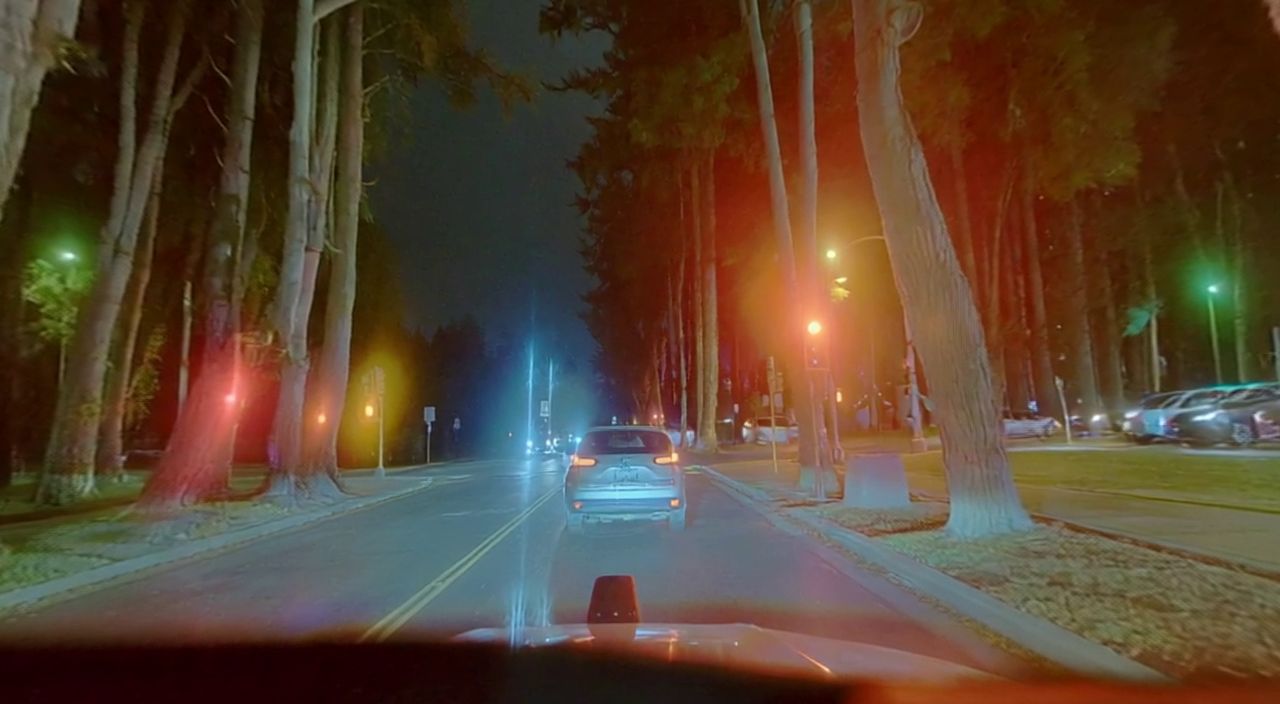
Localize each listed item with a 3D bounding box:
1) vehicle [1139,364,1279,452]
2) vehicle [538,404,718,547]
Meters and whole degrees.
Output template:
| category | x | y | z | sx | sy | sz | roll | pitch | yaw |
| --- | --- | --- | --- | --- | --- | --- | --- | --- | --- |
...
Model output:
| category | x | y | z | sx | sy | sz | roll | pitch | yaw |
| --- | --- | --- | --- | --- | --- | --- | --- | --- | --- |
| vehicle | 14.494 | 1.320 | 14.499 | 4.104 | 1.886 | 1.939 | -2 | -8 | 9 |
| vehicle | -0.121 | 1.760 | 9.510 | 2.142 | 1.686 | 3.816 | -1 | -8 | 1 |
